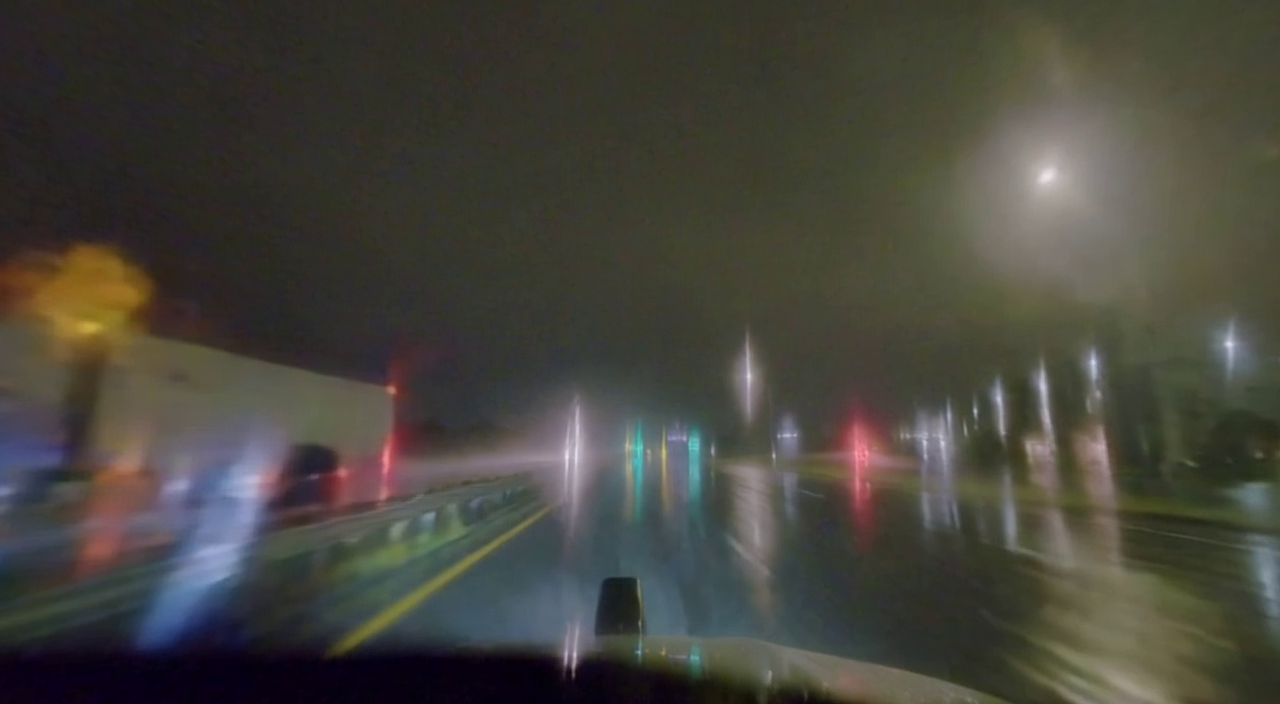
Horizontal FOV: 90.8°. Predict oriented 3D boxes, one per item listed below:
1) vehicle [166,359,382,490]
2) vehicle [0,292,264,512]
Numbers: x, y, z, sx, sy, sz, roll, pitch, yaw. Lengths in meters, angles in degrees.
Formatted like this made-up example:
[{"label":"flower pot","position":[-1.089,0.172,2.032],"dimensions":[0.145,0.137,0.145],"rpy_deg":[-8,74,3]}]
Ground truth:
[{"label":"vehicle","position":[-12.520,2.761,22.835],"dimensions":[2.842,3.889,8.008],"rpy_deg":[0,-9,0]},{"label":"vehicle","position":[-12.459,1.216,13.134],"dimensions":[2.962,3.737,10.070],"rpy_deg":[0,-9,0]}]
